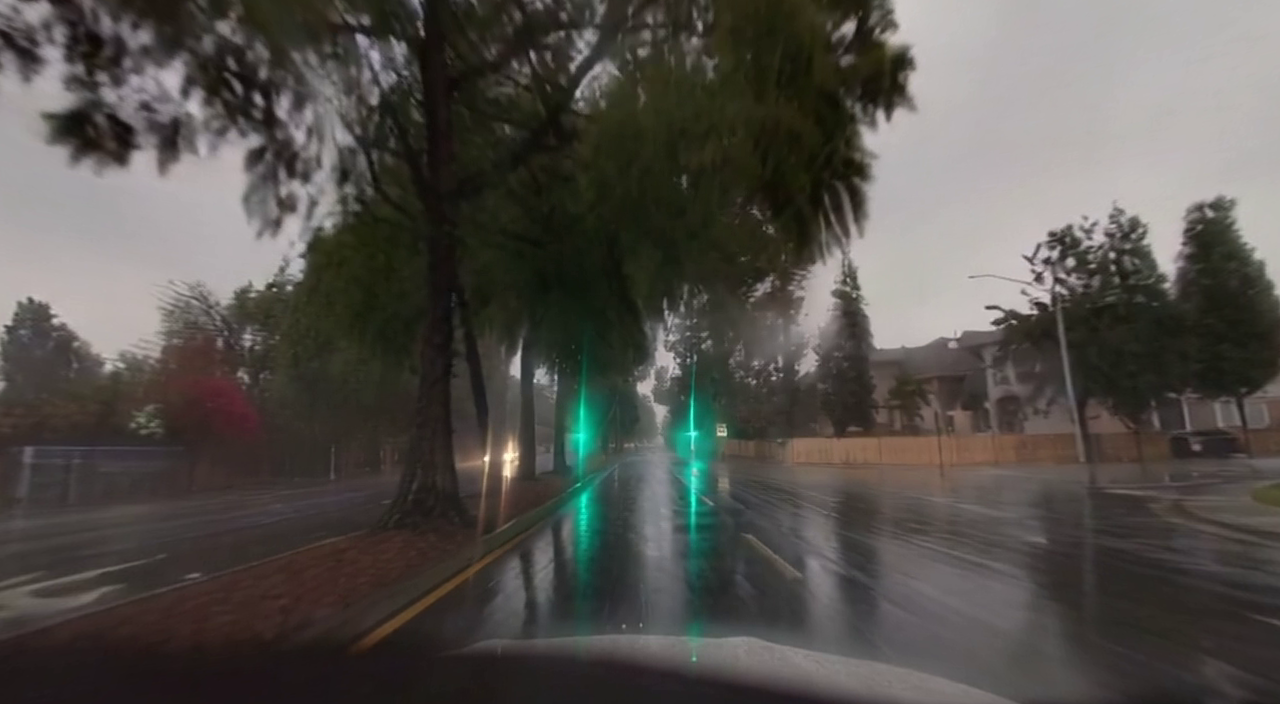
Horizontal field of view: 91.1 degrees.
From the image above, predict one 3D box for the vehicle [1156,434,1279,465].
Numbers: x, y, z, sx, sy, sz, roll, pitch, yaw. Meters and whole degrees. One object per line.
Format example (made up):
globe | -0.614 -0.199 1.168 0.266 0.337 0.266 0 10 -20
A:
vehicle | 26.126 4.417 28.579 1.624 1.311 4.222 0 -8 0
